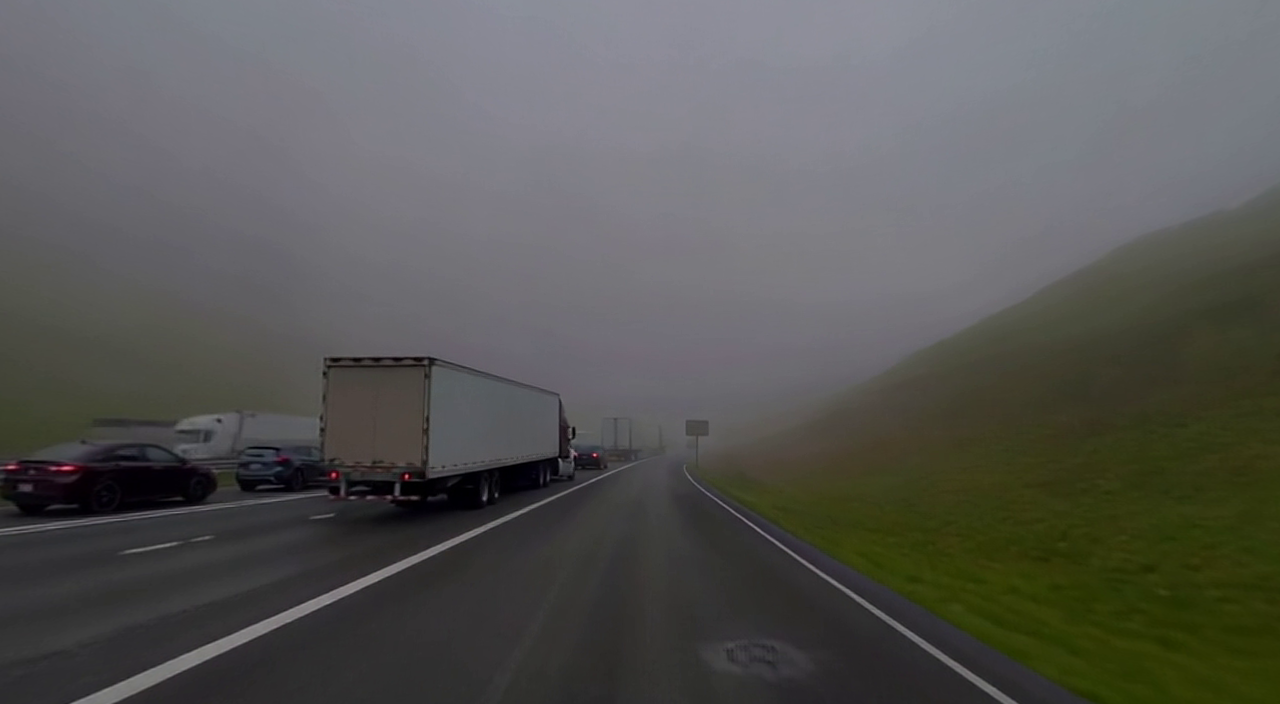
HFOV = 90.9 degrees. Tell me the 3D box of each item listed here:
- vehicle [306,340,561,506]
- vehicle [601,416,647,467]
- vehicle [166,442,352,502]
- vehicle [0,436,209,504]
[{"bbox_3d":[-5.998,2.824,22.701,2.848,4.067,14.314,-1,-9,7],"label":"vehicle"},{"bbox_3d":[-1.039,6.835,47.548,2.968,3.439,10.174,0,-9,1],"label":"vehicle"},{"bbox_3d":[-10.814,3.421,18.433,1.925,1.493,4.864,-1,-9,8],"label":"vehicle"},{"bbox_3d":[-14.873,3.265,17.822,1.943,1.662,4.283,-1,-9,7],"label":"vehicle"}]
